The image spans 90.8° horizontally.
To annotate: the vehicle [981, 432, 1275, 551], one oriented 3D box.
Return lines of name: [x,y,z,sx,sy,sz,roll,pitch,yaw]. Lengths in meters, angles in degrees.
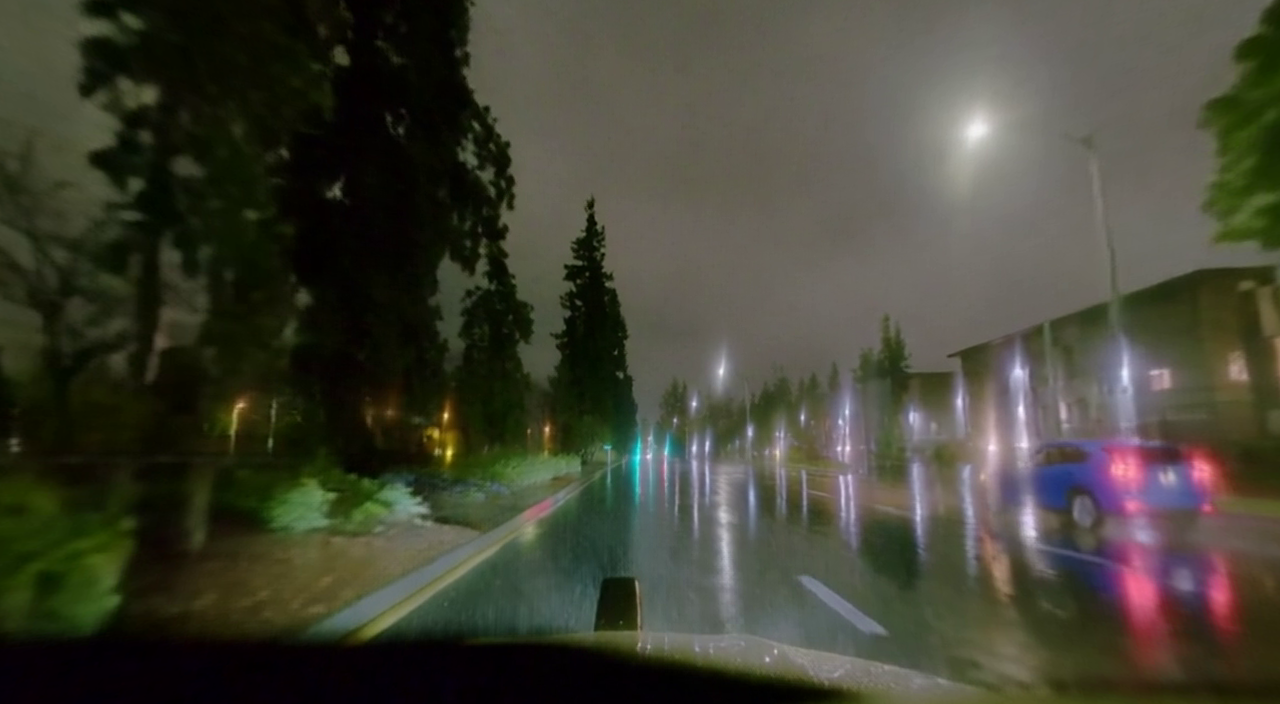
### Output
vehicle: [7.257,2.058,9.928,1.797,1.518,3.433,0,-8,-1]
